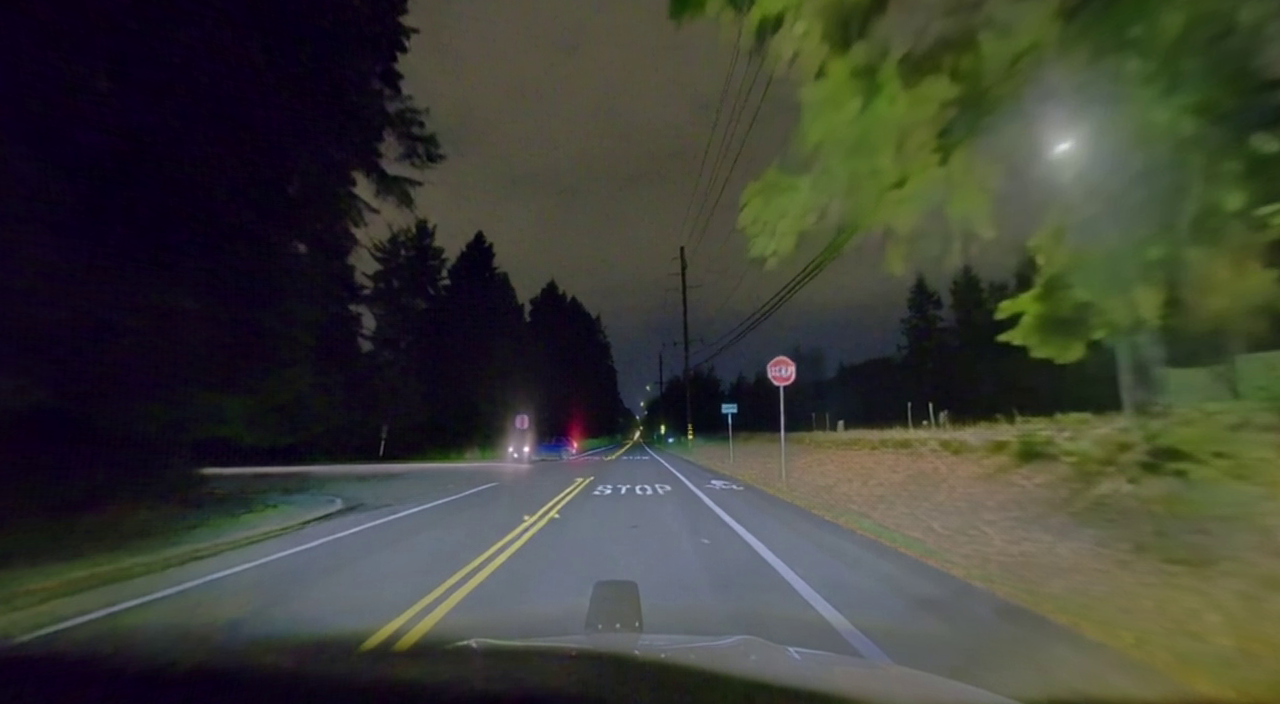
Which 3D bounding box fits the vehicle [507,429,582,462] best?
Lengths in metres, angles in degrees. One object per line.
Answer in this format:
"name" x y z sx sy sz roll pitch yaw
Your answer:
"vehicle" -5.959 5.939 40.079 2.348 1.973 5.020 -4 -9 24
